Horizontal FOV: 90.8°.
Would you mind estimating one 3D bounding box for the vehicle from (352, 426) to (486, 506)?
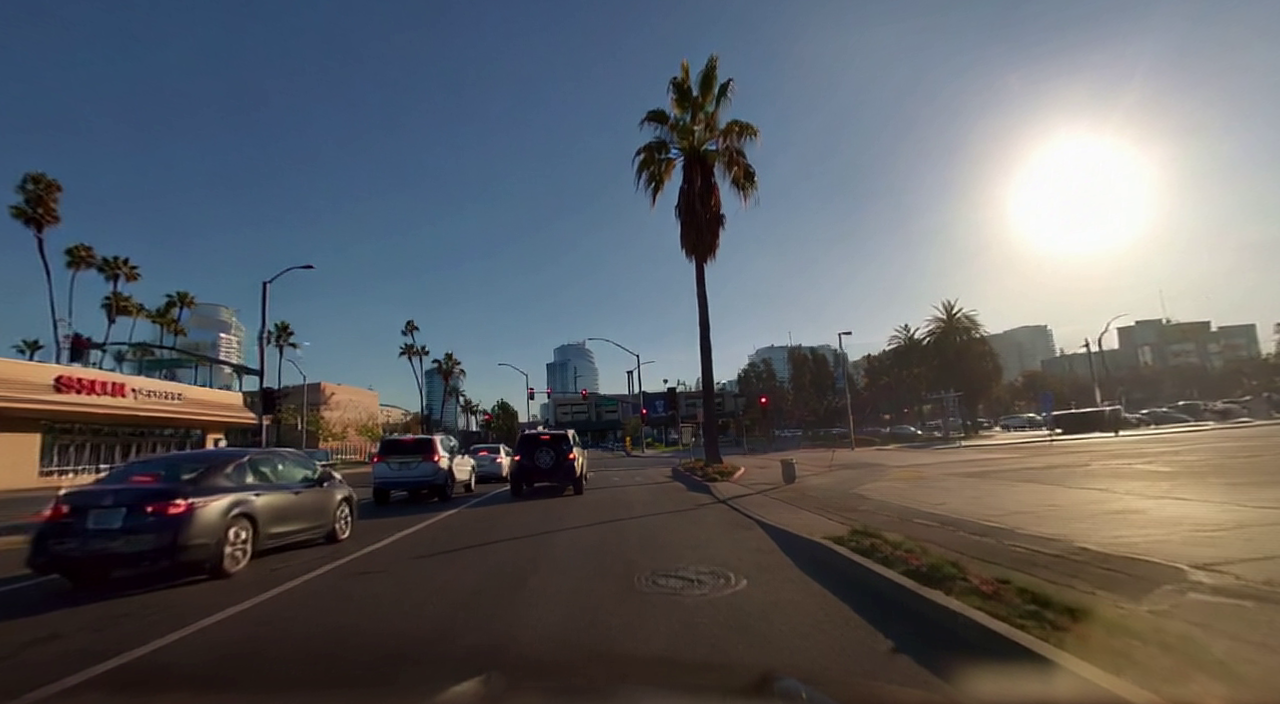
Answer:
[{"bbox_3d":[-5.828,3.056,17.411,2.025,1.862,4.804,0,-9,-1],"label":"vehicle"}]

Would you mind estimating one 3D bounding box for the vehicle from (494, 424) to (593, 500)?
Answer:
[{"bbox_3d":[-2.430,2.925,17.108,2.153,1.759,4.320,0,-9,-2],"label":"vehicle"}]

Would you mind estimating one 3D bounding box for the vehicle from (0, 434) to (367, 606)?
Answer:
[{"bbox_3d":[-5.540,1.918,8.311,1.885,1.567,4.775,0,-9,-2],"label":"vehicle"}]
